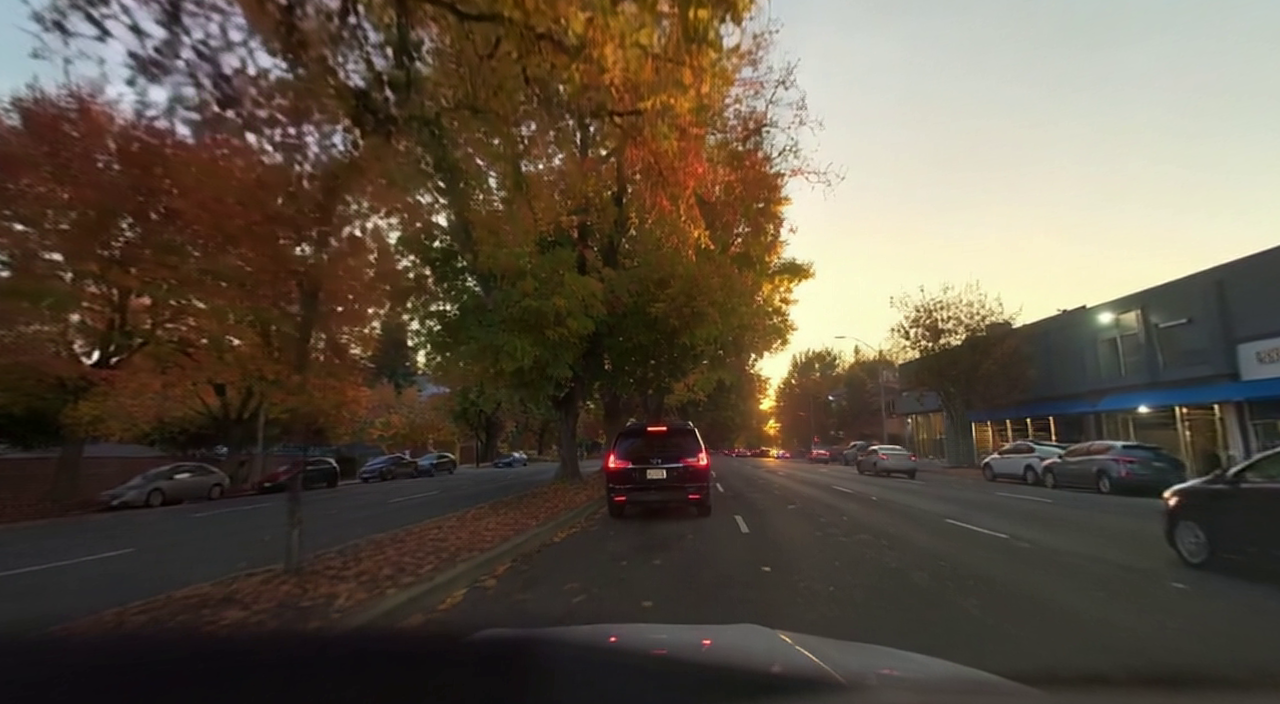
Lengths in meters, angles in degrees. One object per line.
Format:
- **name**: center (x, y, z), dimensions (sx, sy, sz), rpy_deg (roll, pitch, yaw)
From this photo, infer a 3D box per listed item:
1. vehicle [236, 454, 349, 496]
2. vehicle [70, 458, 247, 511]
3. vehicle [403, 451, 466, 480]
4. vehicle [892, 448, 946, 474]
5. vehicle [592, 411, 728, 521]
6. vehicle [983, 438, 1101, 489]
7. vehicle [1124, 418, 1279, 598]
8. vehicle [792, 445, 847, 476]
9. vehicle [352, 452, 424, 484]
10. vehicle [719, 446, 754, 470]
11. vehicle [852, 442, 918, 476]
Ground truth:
- **vehicle**: center (-14.034, 4.966, 25.844), dimensions (1.877, 1.445, 4.436), rpy_deg (-1, -8, 4)
- **vehicle**: center (-14.766, 4.054, 19.710), dimensions (1.797, 1.351, 4.300), rpy_deg (-1, -8, 7)
- **vehicle**: center (-12.746, 7.026, 39.464), dimensions (1.921, 1.621, 4.930), rpy_deg (-1, -8, 5)
- **vehicle**: center (16.982, 6.621, 38.588), dimensions (1.916, 1.452, 3.811), rpy_deg (0, -9, 6)
- **vehicle**: center (0.576, 2.297, 13.238), dimensions (2.344, 1.863, 4.665), rpy_deg (-1, -8, 6)
- **vehicle**: center (15.250, 4.208, 24.265), dimensions (1.938, 1.755, 4.415), rpy_deg (-1, -8, 5)
- **vehicle**: center (6.404, 1.247, 4.776), dimensions (1.928, 1.529, 4.917), rpy_deg (-1, -8, 5)
- **vehicle**: center (9.300, 5.637, 33.060), dimensions (1.886, 1.464, 4.290), rpy_deg (-1, -8, 4)
- **vehicle**: center (-13.436, 6.179, 33.888), dimensions (1.947, 1.558, 4.065), rpy_deg (-1, -8, 4)
- **vehicle**: center (7.042, 7.773, 46.354), dimensions (2.249, 1.621, 3.978), rpy_deg (-1, -8, 5)
- **vehicle**: center (13.255, 5.796, 34.441), dimensions (2.040, 1.738, 4.414), rpy_deg (-1, -8, 4)
